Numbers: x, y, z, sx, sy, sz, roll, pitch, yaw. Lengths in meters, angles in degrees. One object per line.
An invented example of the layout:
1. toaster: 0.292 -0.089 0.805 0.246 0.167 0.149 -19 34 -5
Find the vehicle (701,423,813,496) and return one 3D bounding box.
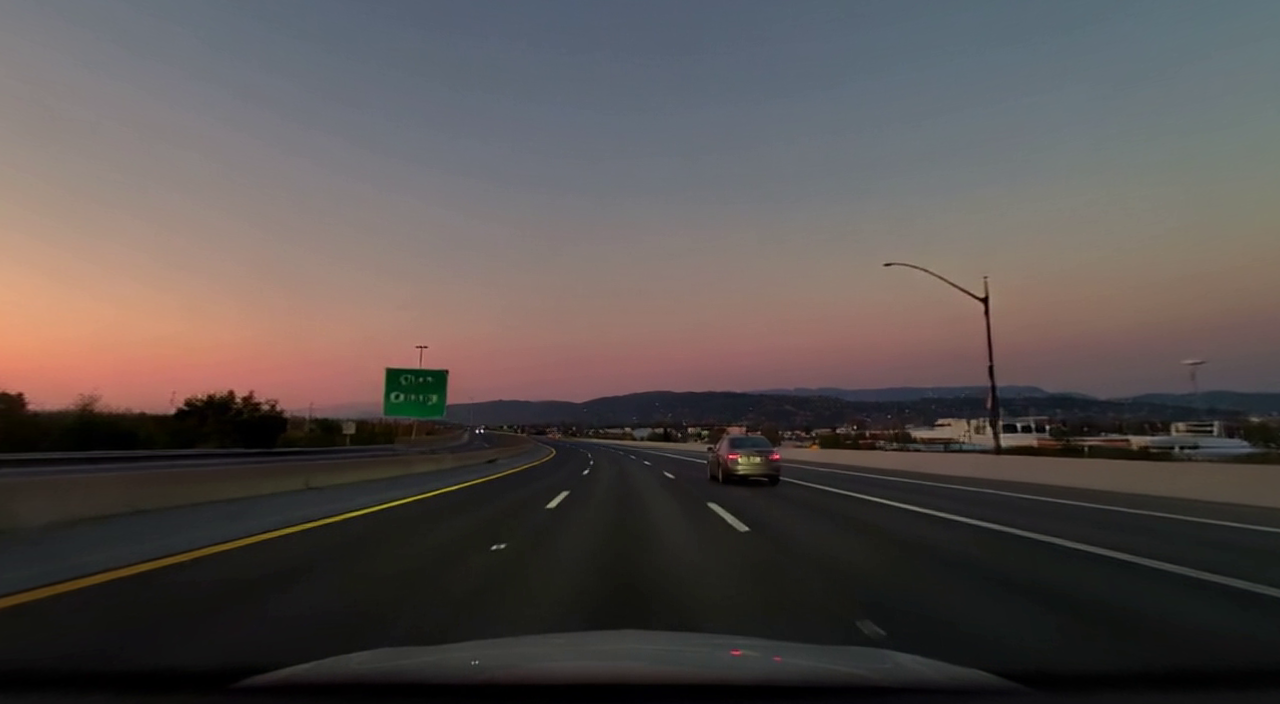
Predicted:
1. vehicle: 2.962 2.844 17.002 2.059 1.715 4.192 0 -8 -2
